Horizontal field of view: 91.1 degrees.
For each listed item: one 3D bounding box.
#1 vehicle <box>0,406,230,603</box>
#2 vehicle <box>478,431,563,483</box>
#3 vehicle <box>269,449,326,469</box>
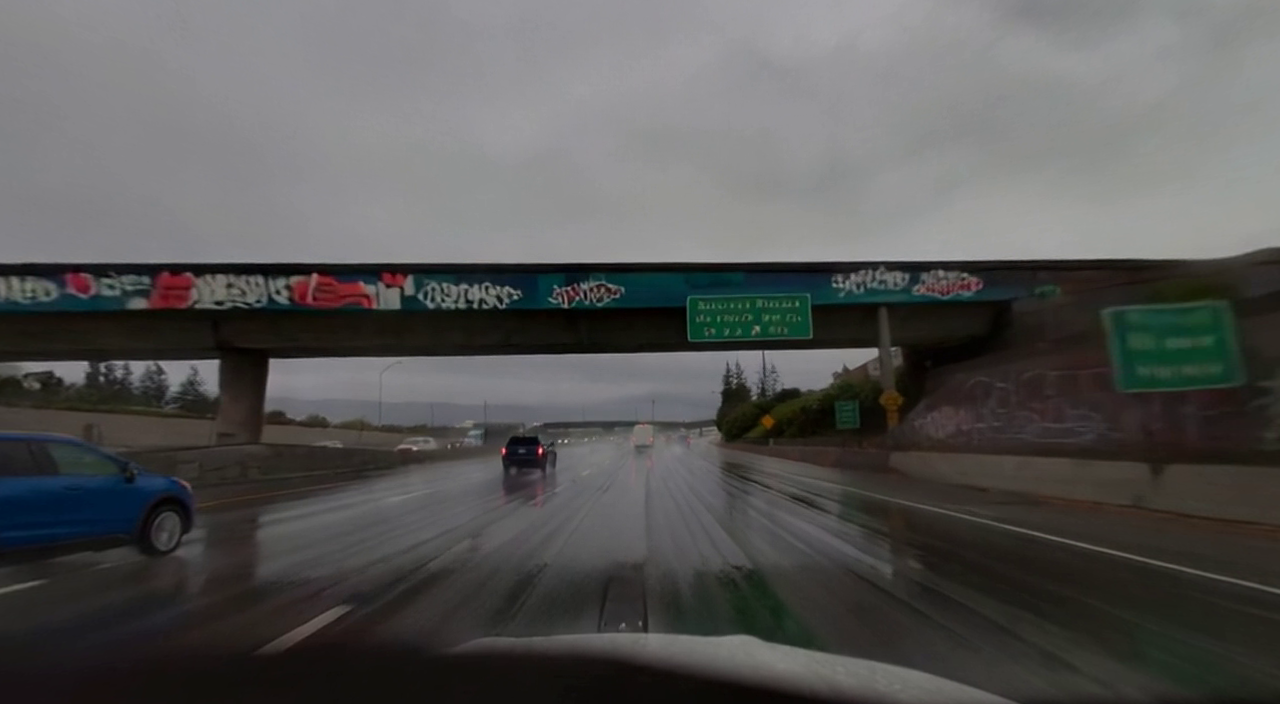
[{"bbox_3d":[-6.372,1.413,6.210,1.969,1.633,3.962,0,-8,-1],"label":"vehicle"},{"bbox_3d":[-4.147,3.740,22.661,2.154,1.693,4.394,0,-8,1],"label":"vehicle"},{"bbox_3d":[-25.444,7.934,46.747,1.799,1.406,4.243,0,-8,1],"label":"vehicle"}]
